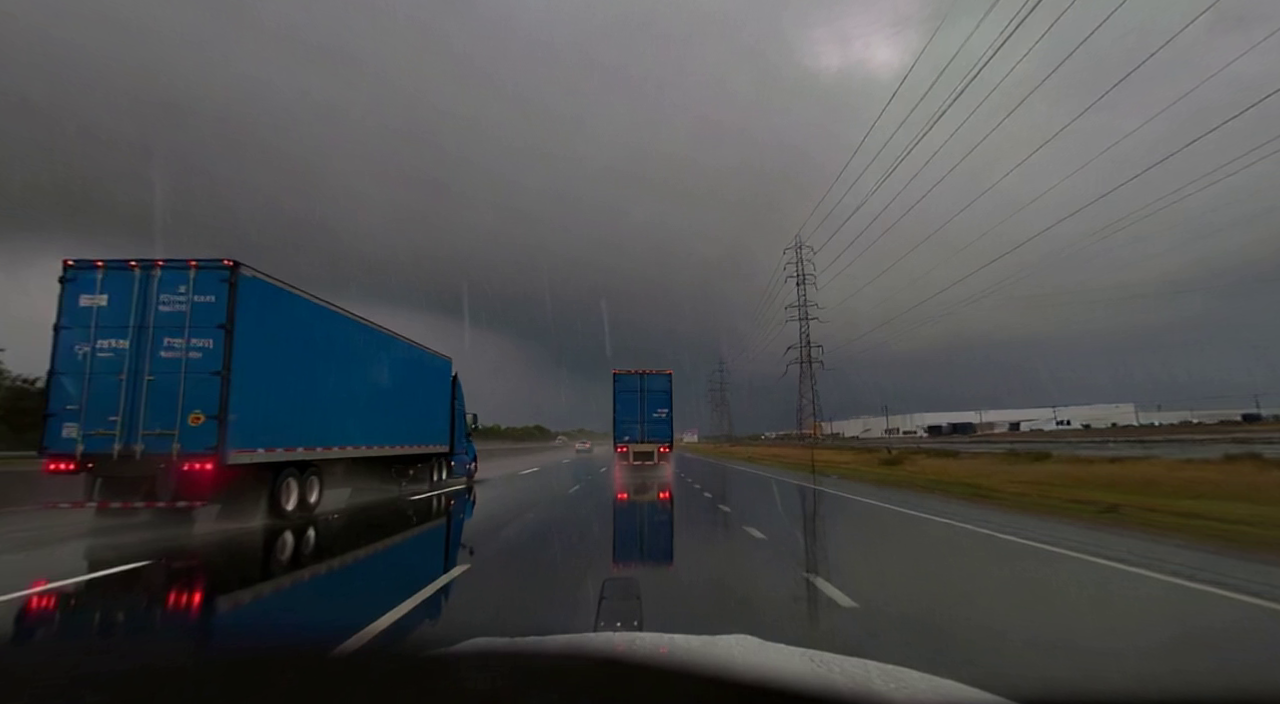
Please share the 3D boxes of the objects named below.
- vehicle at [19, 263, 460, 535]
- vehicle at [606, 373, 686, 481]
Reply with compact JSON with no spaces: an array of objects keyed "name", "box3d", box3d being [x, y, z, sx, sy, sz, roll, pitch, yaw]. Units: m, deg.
[{"name":"vehicle","box3d":[-7.367,1.446,14.811,2.937,3.981,11.119,-1,-9,0]},{"name":"vehicle","box3d":[0.140,3.446,27.856,2.858,3.847,10.034,0,-9,-1]}]
